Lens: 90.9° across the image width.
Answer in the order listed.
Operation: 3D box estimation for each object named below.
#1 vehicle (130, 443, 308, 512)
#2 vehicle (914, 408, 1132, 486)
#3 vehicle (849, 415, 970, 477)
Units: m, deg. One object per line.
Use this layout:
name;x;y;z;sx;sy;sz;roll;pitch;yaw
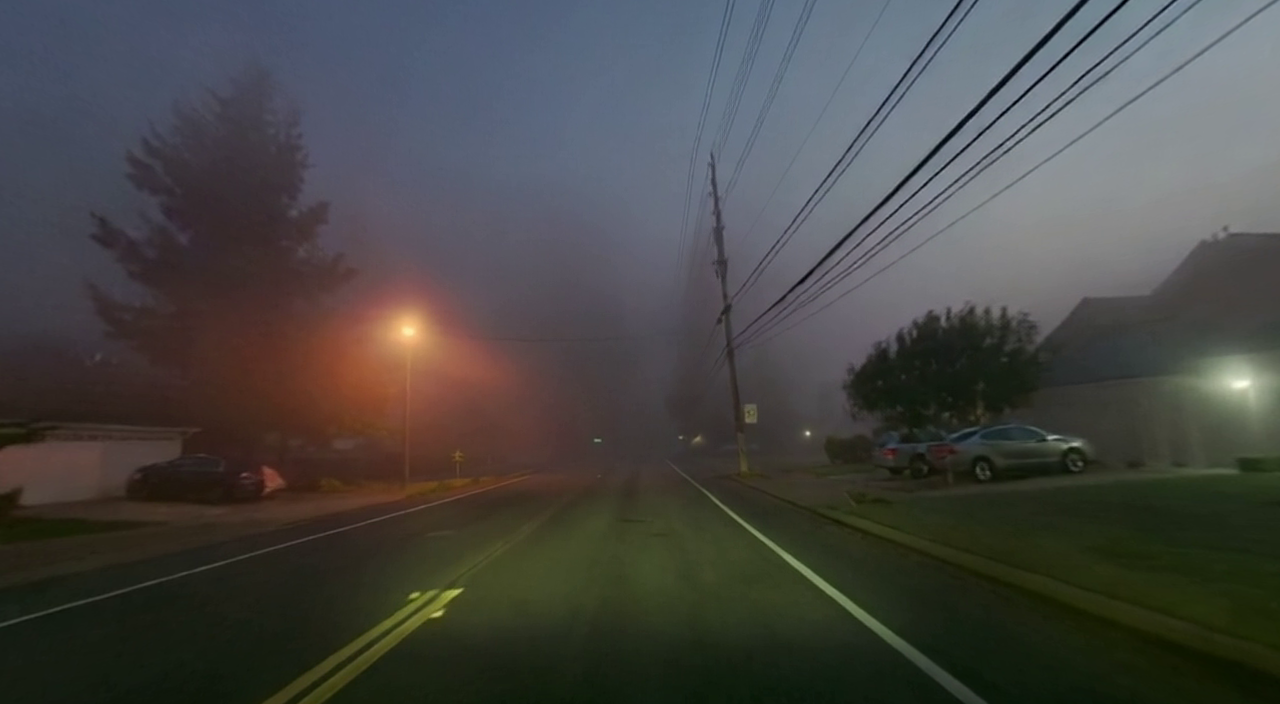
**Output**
vehicle;-13.053;3.873;20.042;2.053;1.906;4.889;-1;-9;3
vehicle;10.411;2.615;17.442;4.626;1.731;2.007;-3;-8;-1
vehicle;9.590;3.261;22.185;2.087;1.903;5.134;-8;-11;44
